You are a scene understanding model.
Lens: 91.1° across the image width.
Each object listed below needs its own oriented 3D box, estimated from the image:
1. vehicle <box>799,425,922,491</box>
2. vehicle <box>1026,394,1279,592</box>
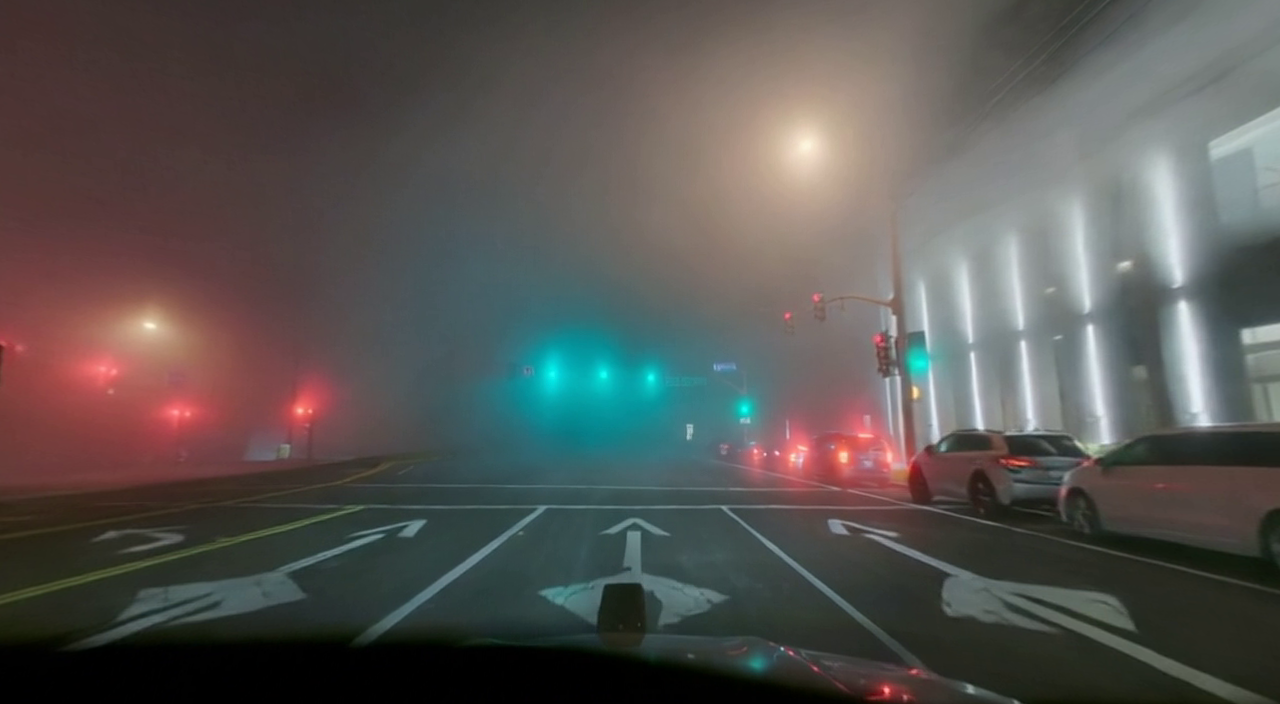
[{"bbox_3d":[6.585,3.240,19.442,1.984,1.751,4.759,0,-9,-1],"label":"vehicle"},{"bbox_3d":[6.661,1.406,6.574,1.978,1.728,5.129,0,-9,0],"label":"vehicle"}]
